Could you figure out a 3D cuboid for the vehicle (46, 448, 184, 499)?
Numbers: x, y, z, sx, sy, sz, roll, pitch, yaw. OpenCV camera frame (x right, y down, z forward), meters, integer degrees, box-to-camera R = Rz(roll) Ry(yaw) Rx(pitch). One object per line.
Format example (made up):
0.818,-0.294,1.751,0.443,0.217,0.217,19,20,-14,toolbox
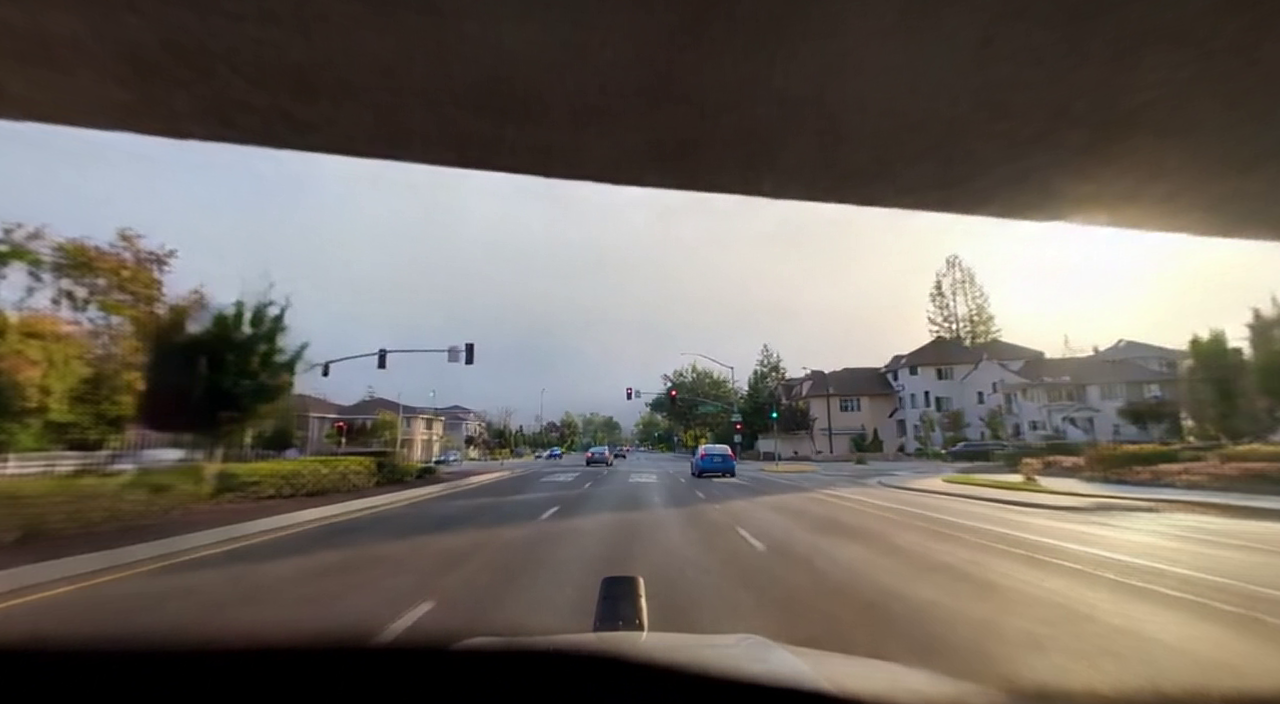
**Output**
-20.542,4.714,24.984,1.918,1.790,4.081,1,-8,-1,vehicle

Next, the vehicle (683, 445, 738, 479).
3.298,5.256,30.437,2.068,1.497,4.247,0,-8,-1,vehicle
